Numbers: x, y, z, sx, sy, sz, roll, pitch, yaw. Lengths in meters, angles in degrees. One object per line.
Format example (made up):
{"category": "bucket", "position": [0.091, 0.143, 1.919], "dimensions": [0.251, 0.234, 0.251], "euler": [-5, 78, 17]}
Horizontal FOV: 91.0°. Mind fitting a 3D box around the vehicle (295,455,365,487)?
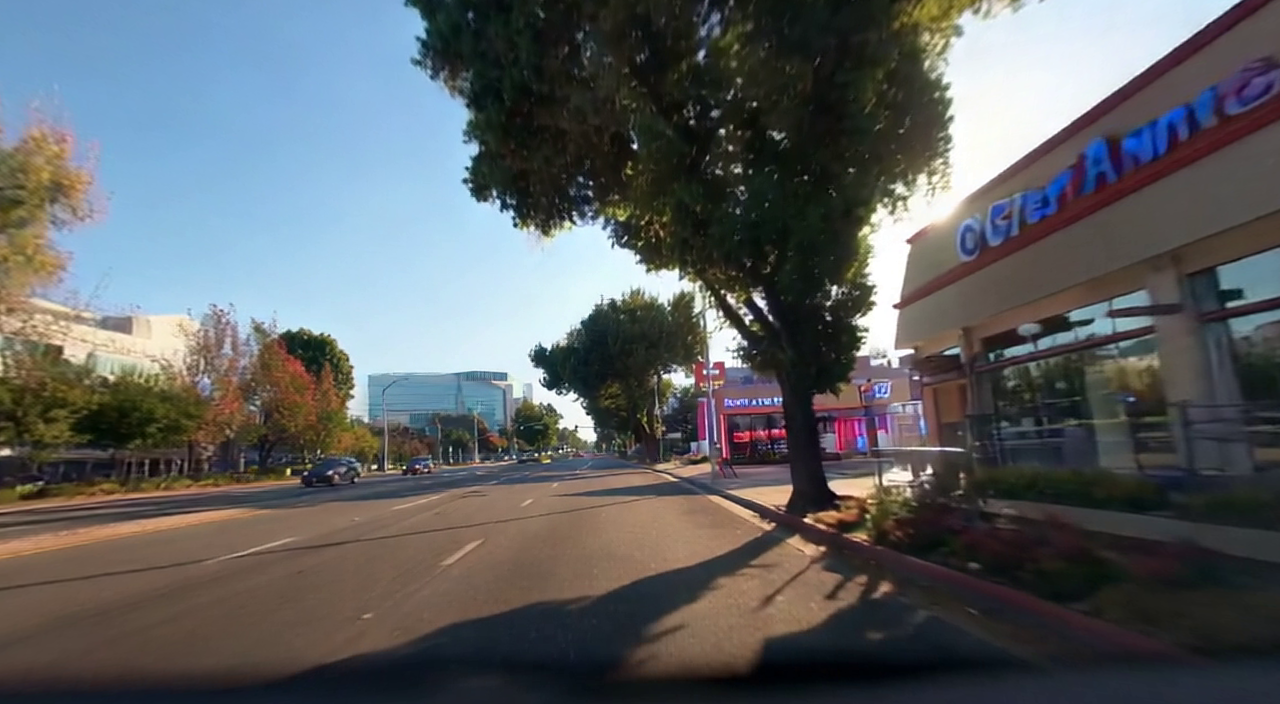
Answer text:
{"category": "vehicle", "position": [-19.735, 7.539, 40.279], "dimensions": [2.067, 1.806, 4.832], "euler": [0, -8, -1]}
